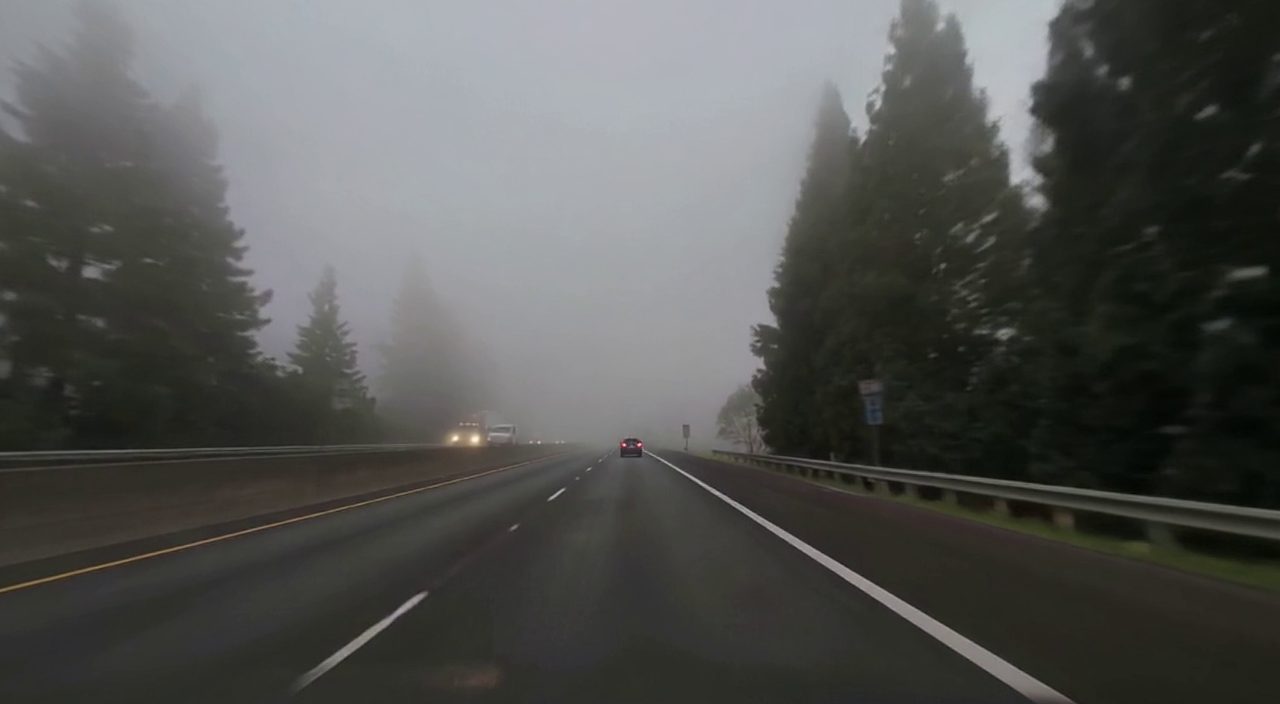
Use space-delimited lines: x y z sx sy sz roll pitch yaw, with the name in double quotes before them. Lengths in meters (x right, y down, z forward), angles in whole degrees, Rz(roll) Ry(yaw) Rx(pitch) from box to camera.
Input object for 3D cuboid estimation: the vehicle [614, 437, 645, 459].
"vehicle" -0.796 7.004 45.843 2.099 1.504 3.843 0 -8 -2
